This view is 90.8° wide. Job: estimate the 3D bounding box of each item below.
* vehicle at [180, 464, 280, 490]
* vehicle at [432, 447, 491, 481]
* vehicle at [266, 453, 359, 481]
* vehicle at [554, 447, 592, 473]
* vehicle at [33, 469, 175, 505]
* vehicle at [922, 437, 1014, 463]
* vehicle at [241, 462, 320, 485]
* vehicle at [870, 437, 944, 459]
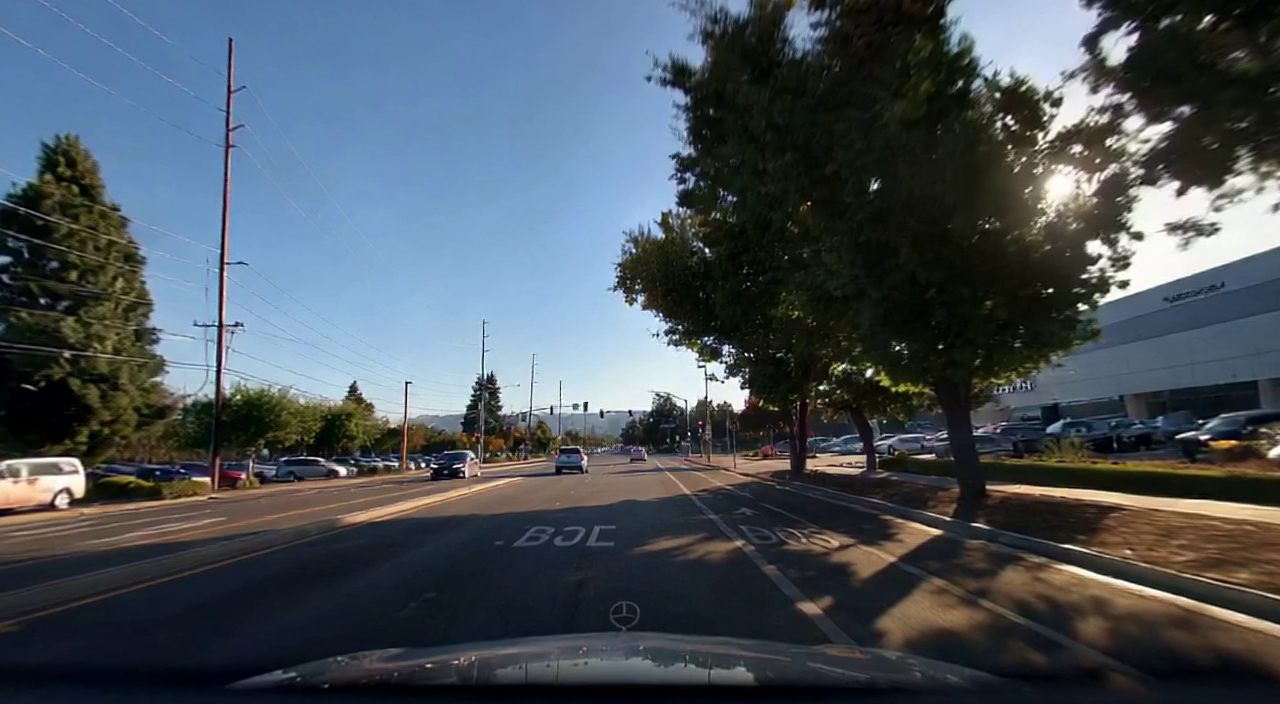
[{"bbox_3d":[-25.299,7.702,39.071,4.756,1.501,2.023,0,-9,1],"label":"vehicle"},{"bbox_3d":[-9.855,6.171,35.231,1.971,1.744,4.399,-1,-9,1],"label":"vehicle"},{"bbox_3d":[-25.052,8.809,48.514,5.763,1.982,2.425,-1,-9,1],"label":"vehicle"},{"bbox_3d":[-3.933,6.360,37.507,1.928,1.451,4.219,0,-9,-2],"label":"vehicle"},{"bbox_3d":[-24.726,6.235,29.279,4.718,1.458,2.054,0,-9,0],"label":"vehicle"},{"bbox_3d":[19.750,5.903,38.161,4.505,1.481,1.870,0,-9,0],"label":"vehicle"},{"bbox_3d":[-25.015,8.467,44.066,4.217,1.466,1.999,0,-9,0],"label":"vehicle"},{"bbox_3d":[19.136,6.905,45.384,4.481,1.482,1.814,0,-9,-2],"label":"vehicle"}]
